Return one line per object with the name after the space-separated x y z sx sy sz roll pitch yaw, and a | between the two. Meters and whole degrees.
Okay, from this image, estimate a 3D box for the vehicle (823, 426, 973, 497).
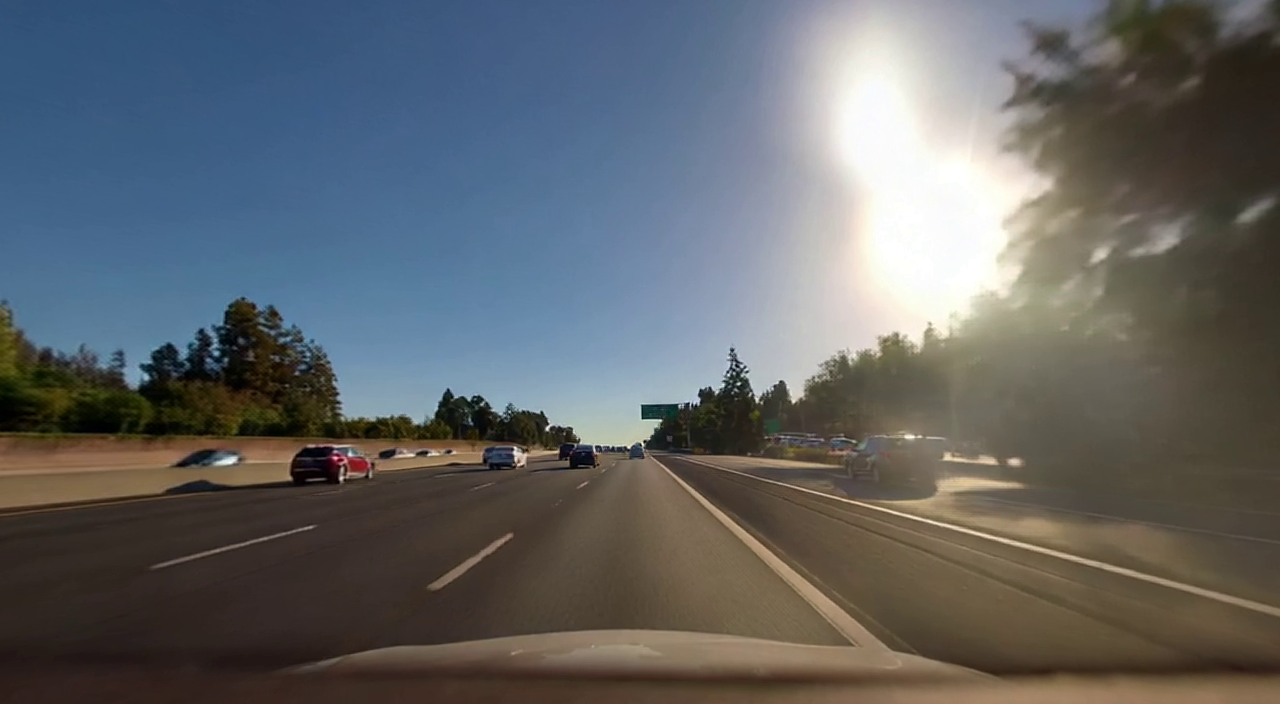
7.369 3.197 18.708 2.259 1.816 4.862 0 -9 -2 | vehicle

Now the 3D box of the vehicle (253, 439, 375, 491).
-11.280 3.940 22.210 1.958 1.633 4.302 0 -9 0 | vehicle

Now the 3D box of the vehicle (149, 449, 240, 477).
-33.085 8.222 47.059 2.317 1.870 6.230 0 -9 0 | vehicle

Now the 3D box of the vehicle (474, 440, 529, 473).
-7.779 5.923 35.832 2.087 1.755 4.457 0 -9 0 | vehicle

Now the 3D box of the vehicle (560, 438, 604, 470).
-3.739 6.692 41.484 2.288 1.962 5.119 0 -9 1 | vehicle
